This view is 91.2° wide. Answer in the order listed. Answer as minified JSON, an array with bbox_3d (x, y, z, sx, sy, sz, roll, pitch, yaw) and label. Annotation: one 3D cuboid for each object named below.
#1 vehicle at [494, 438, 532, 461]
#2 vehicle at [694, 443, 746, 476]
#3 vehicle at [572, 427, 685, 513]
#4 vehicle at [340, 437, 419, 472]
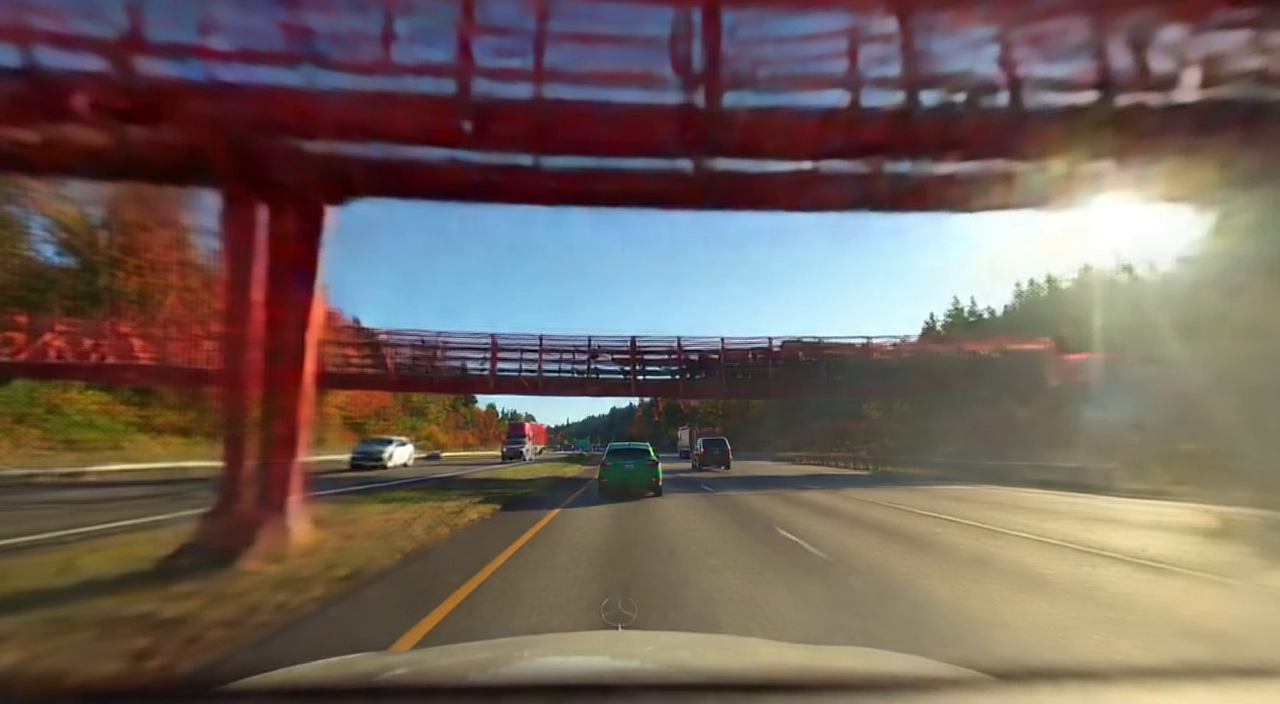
[{"bbox_3d":[-9.862,7.646,49.036,2.111,1.674,4.548,0,-9,-1],"label":"vehicle"},{"bbox_3d":[3.868,5.234,30.838,1.894,1.487,3.751,0,-9,-2],"label":"vehicle"},{"bbox_3d":[-0.259,2.680,14.627,2.259,1.699,4.015,0,-9,-1],"label":"vehicle"},{"bbox_3d":[-12.308,4.862,29.907,1.938,1.516,4.282,0,-9,0],"label":"vehicle"}]
